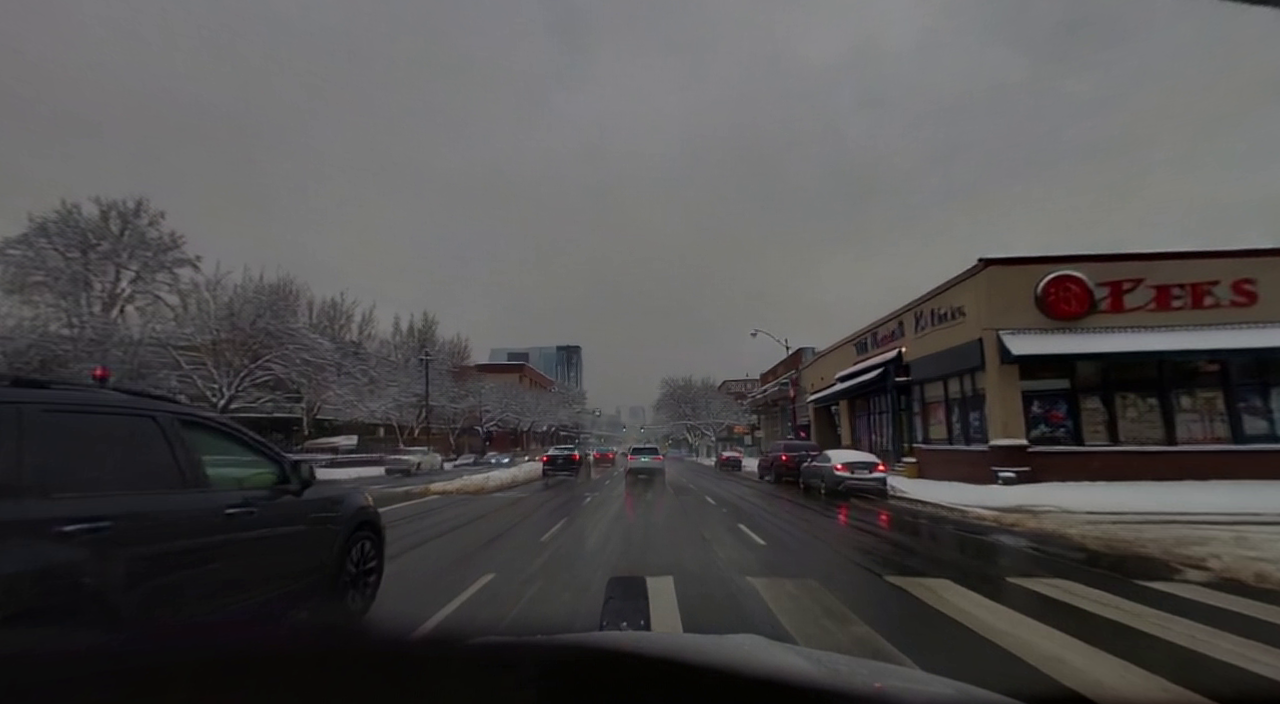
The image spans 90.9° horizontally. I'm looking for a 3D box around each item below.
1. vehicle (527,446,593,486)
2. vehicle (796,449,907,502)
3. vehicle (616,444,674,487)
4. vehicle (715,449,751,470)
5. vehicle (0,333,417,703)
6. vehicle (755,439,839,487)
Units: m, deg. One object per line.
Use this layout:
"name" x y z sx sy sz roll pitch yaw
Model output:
"vehicle" -3.095 4.477 25.141 1.950 1.450 4.257 0 -9 2
"vehicle" 6.457 3.794 19.835 1.944 1.462 4.406 0 -9 0
"vehicle" 0.196 4.278 24.036 2.037 1.484 4.073 0 -9 0
"vehicle" 6.949 8.103 47.609 2.014 1.495 4.562 0 -9 -1
"vehicle" -2.926 0.939 2.978 2.049 1.646 4.445 0 -9 1
"vehicle" 6.539 4.675 26.872 2.159 1.817 5.056 0 -9 -1
